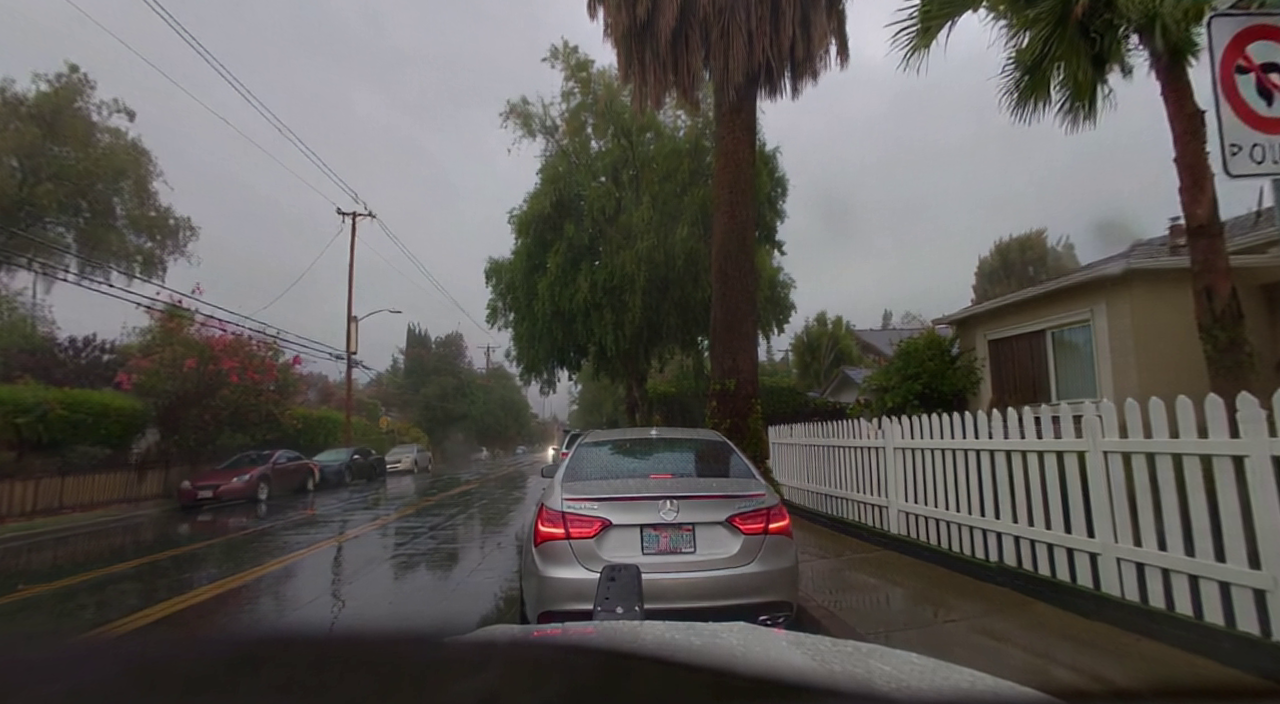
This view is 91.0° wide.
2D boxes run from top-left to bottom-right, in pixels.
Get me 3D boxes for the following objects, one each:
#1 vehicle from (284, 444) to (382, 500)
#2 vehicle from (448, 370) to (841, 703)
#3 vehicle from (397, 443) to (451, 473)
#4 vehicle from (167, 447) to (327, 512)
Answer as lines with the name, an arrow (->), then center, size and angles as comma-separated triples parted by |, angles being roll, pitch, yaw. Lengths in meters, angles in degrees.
vehicle -> -12.158, 4.715, 25.275 | 2.048, 1.485, 4.757 | -4, -4, -7
vehicle -> -0.134, 1.219, 4.994 | 1.894, 1.695, 3.795 | 1, -8, -5
vehicle -> -13.169, 6.466, 38.694 | 2.060, 1.689, 4.999 | 1, -8, -7
vehicle -> -11.394, 3.660, 18.789 | 2.017, 1.627, 5.039 | 1, -8, -7
